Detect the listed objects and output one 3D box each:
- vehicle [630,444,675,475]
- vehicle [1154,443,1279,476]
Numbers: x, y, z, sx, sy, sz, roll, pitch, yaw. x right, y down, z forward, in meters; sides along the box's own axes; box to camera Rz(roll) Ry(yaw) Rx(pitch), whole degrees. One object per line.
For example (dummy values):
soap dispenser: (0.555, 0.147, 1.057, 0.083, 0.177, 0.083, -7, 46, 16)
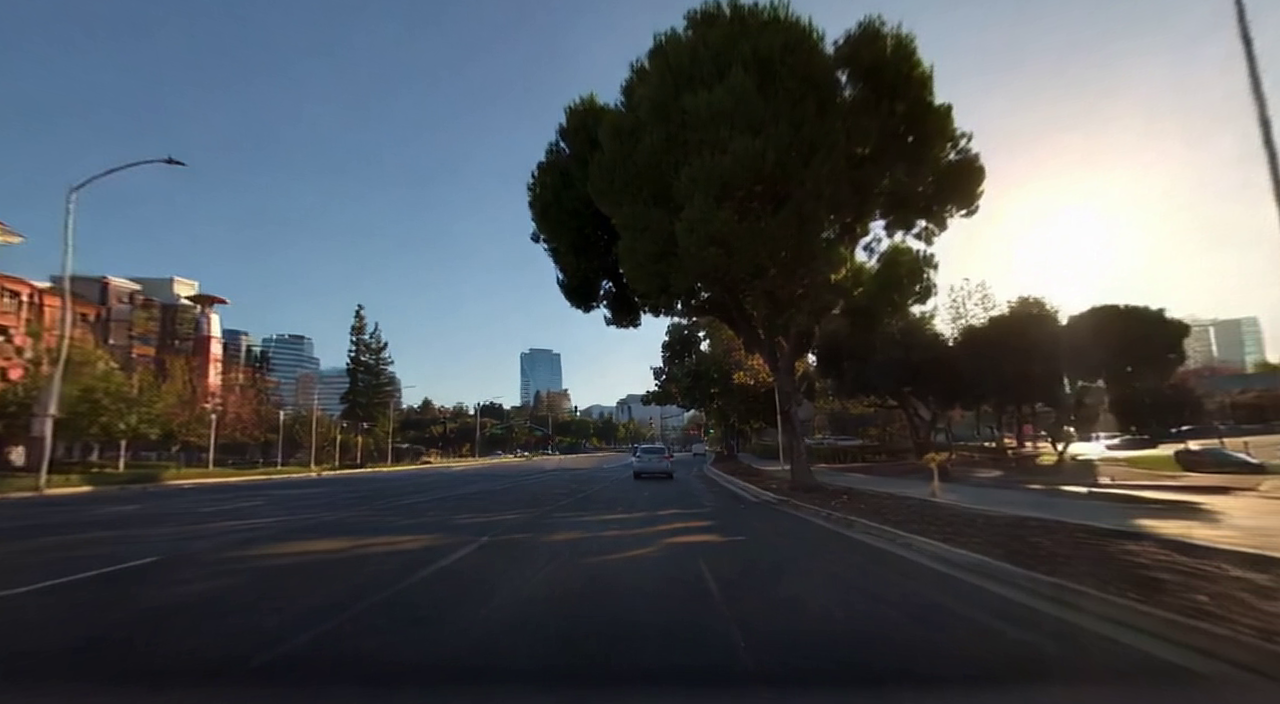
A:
vehicle: (0.670, 5.446, 32.279, 2.133, 1.481, 4.276, 0, -9, 2)
vehicle: (28.021, 5.195, 30.824, 1.839, 1.470, 4.548, 0, -9, -3)
